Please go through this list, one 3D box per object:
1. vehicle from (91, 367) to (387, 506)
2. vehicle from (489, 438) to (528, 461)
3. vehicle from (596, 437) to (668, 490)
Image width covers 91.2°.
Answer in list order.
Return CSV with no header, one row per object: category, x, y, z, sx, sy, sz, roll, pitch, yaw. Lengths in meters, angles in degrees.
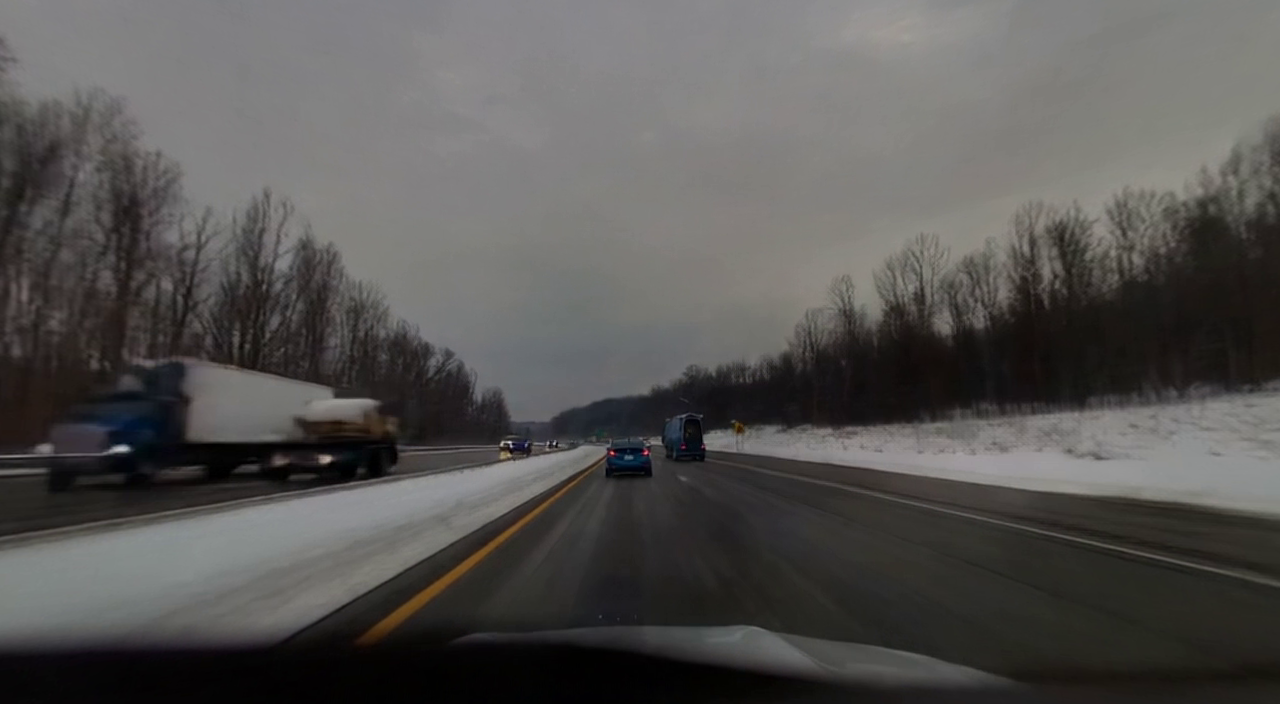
vehicle,-8.805,2.094,15.117,2.433,2.536,7.064,0,-9,0
vehicle,-9.489,7.131,45.644,1.947,1.565,4.155,0,-9,0
vehicle,-0.276,3.583,20.407,2.099,1.506,4.097,0,-9,-1
